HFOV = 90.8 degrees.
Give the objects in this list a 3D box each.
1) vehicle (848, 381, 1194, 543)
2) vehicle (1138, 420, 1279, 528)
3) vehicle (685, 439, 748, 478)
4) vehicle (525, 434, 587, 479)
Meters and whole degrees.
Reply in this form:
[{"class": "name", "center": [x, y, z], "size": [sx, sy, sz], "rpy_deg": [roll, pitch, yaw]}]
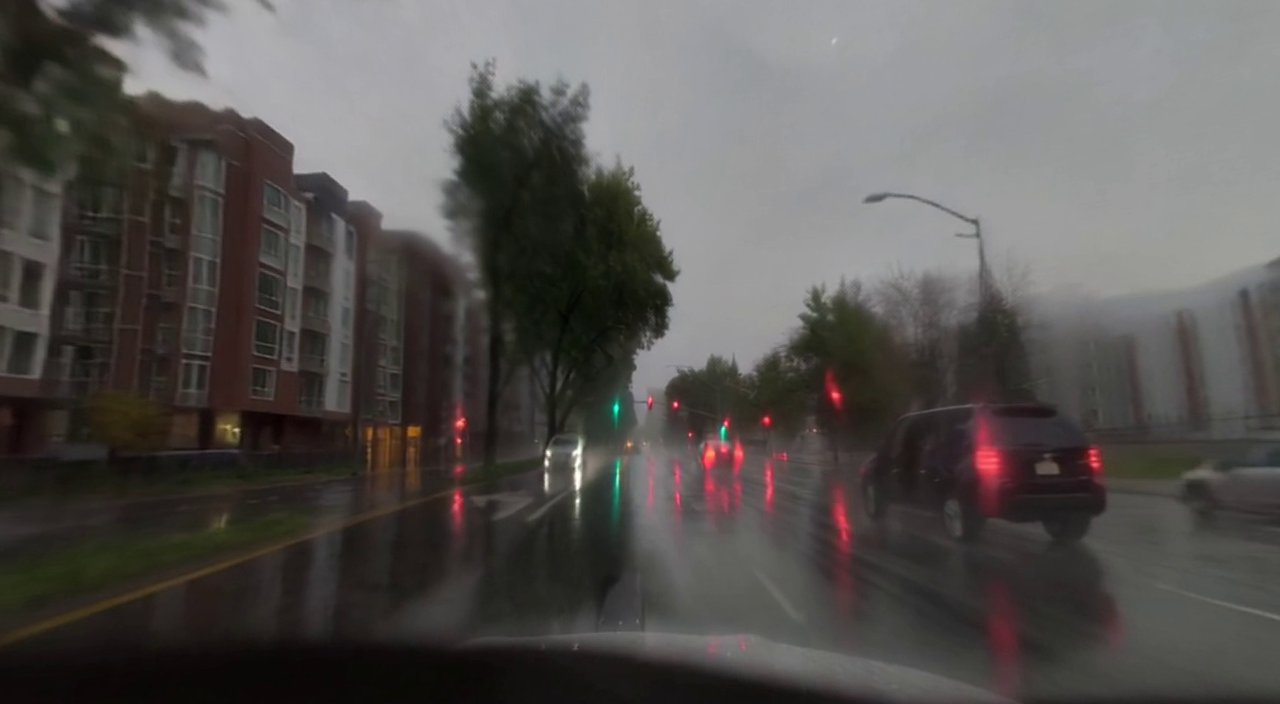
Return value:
[{"class": "vehicle", "center": [5.740, 1.809, 10.890], "size": [2.427, 2.017, 5.763], "rpy_deg": [0, -8, 1]}, {"class": "vehicle", "center": [10.277, 1.838, 9.651], "size": [1.905, 1.545, 4.227], "rpy_deg": [-1, -9, 1]}, {"class": "vehicle", "center": [3.084, 4.413, 26.392], "size": [2.003, 1.480, 4.494], "rpy_deg": [0, -9, -1]}, {"class": "vehicle", "center": [-3.407, 4.355, 26.511], "size": [2.065, 1.716, 4.265], "rpy_deg": [0, -9, -1]}]
